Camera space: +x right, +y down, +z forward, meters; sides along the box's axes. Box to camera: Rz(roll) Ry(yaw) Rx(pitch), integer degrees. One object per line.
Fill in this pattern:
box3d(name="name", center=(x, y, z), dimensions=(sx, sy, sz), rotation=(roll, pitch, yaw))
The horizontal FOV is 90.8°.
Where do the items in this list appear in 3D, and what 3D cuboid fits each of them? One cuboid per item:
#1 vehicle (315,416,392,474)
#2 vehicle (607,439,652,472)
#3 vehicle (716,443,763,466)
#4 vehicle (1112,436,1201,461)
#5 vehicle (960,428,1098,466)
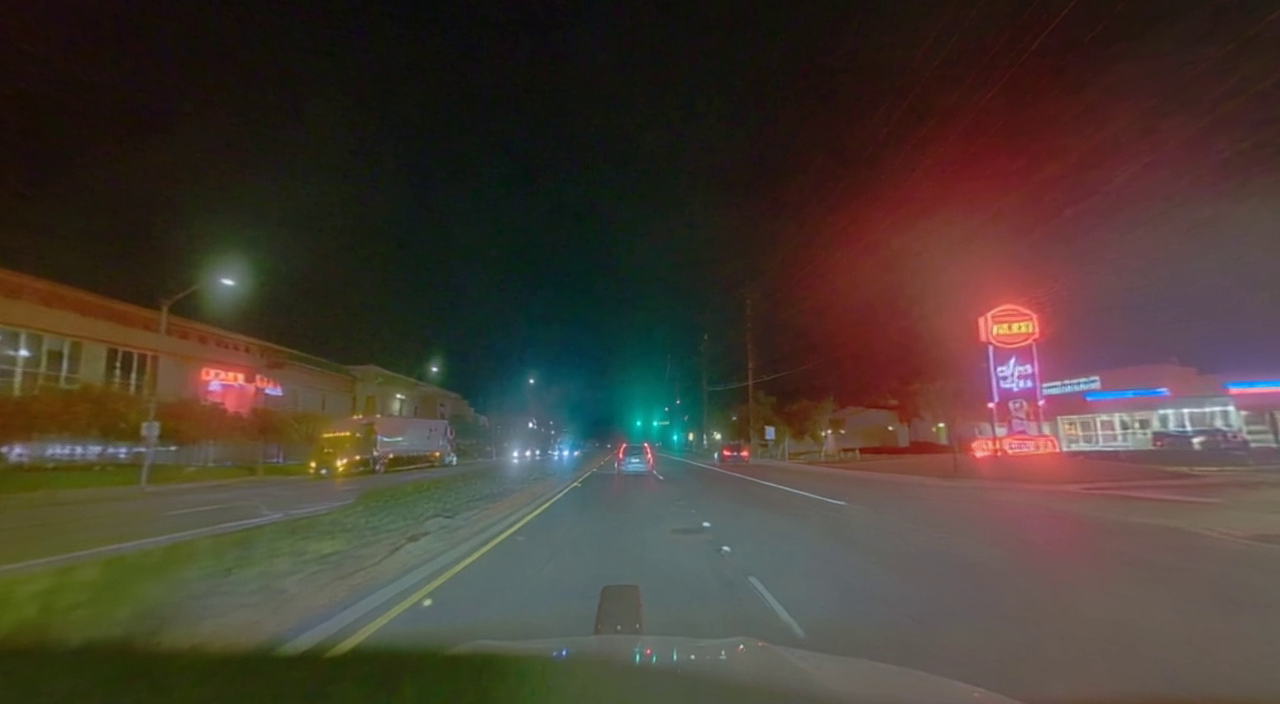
box3d(name="vehicle", center=(-19.698, 6.416, 43.727), dimensions=(2.986, 3.786, 4.453), rotation=(0, -8, 1))
box3d(name="vehicle", center=(-0.608, 5.203, 32.062), dimensions=(2.072, 1.545, 4.578), rotation=(0, -8, -3))
box3d(name="vehicle", center=(6.548, 6.802, 42.092), dimensions=(2.075, 1.475, 4.571), rotation=(0, -8, -3))
box3d(name="vehicle", center=(32.808, 6.139, 40.299), dimensions=(1.804, 1.461, 4.611), rotation=(0, -8, 1))
box3d(name="vehicle", center=(21.090, 5.169, 34.442), dimensions=(5.909, 1.970, 2.365), rotation=(0, -8, -1))
